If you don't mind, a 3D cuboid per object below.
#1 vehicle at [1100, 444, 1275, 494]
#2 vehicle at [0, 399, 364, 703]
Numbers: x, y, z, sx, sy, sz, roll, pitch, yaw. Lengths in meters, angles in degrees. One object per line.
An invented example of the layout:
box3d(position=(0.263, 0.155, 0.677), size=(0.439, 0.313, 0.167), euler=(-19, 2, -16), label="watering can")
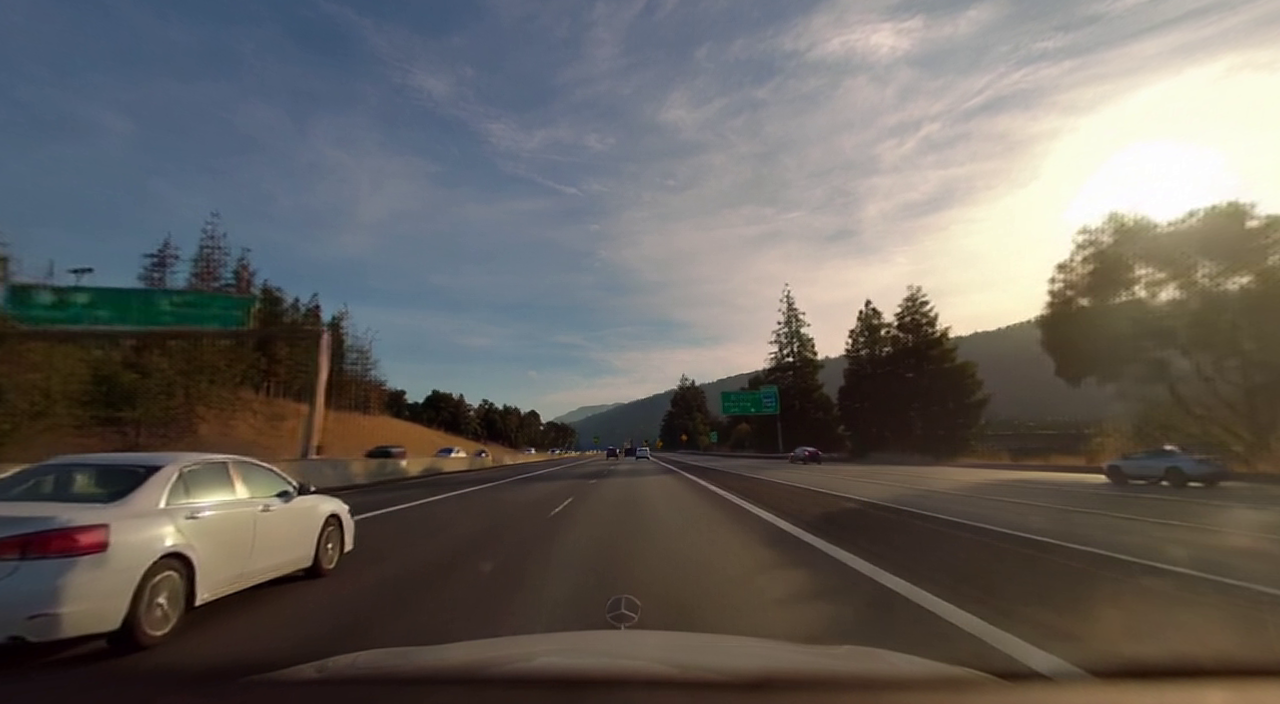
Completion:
box3d(position=(21.641, 4.595, 25.183), size=(1.973, 1.766, 4.726), euler=(4, -10, -27), label="vehicle")
box3d(position=(-3.977, 1.288, 4.621), size=(1.988, 1.585, 4.215), euler=(0, -9, 0), label="vehicle")
